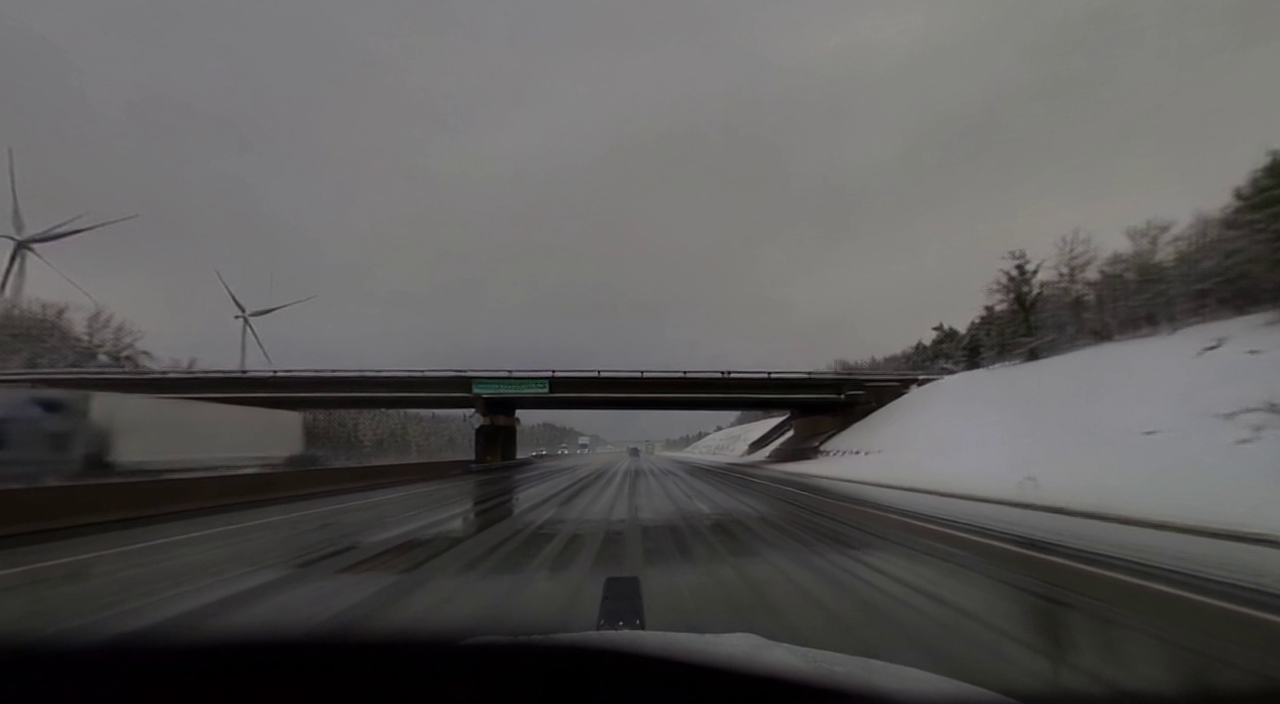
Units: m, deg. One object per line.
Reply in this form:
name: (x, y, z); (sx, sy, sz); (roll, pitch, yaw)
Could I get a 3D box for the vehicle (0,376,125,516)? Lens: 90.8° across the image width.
vehicle: (-19.369, 2.800, 18.644); (2.977, 3.872, 6.035); (0, -9, -1)

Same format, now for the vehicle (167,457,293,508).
vehicle: (-12.375, 3.924, 19.305); (1.561, 1.329, 3.391); (0, -9, -1)
